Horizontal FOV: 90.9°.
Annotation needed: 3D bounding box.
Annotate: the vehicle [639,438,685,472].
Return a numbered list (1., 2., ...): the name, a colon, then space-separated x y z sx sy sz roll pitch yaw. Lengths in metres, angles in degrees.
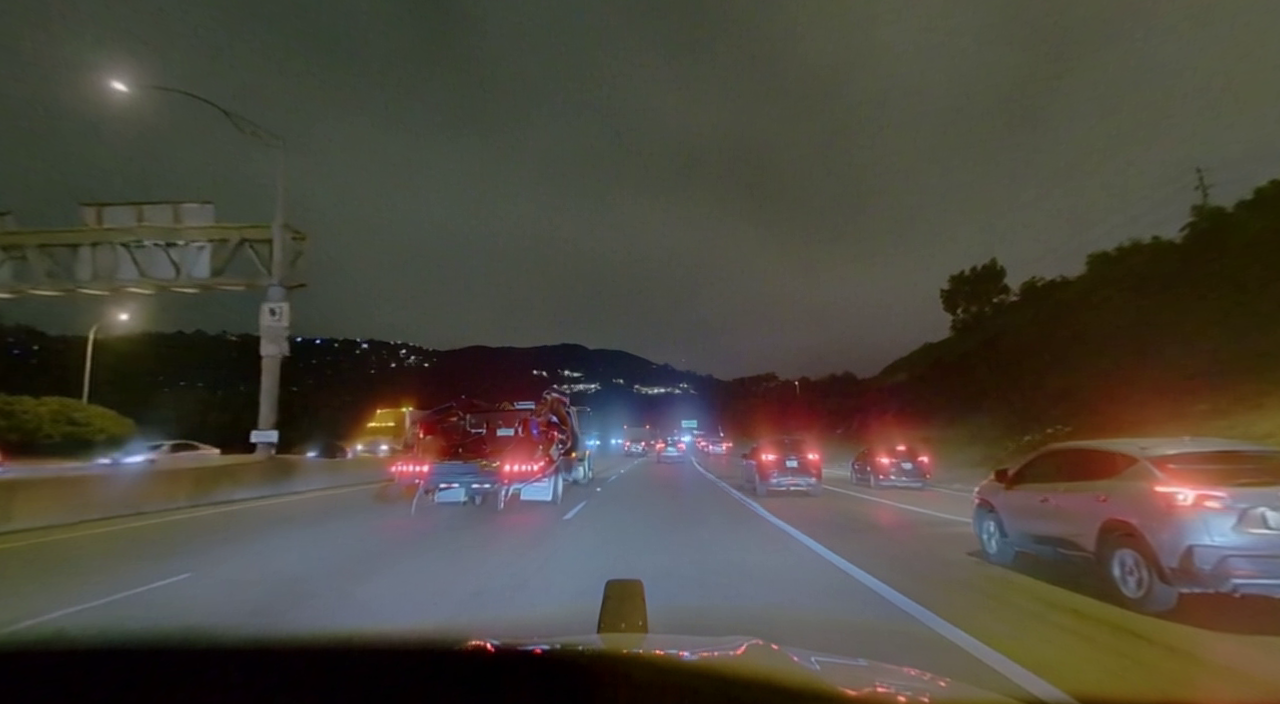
1. vehicle: 1.043 4.909 30.204 2.079 1.499 3.915 0 -8 2

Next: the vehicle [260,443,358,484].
1. vehicle: -12.984 4.363 25.003 1.824 1.475 3.671 0 -8 2

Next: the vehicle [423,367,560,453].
1. vehicle: -3.181 1.471 14.655 1.893 1.674 4.766 0 -8 2

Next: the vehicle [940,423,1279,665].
1. vehicle: 4.894 1.461 5.748 2.040 1.481 4.260 0 -8 -3

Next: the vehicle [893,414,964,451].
1. vehicle: 20.678 5.868 45.440 2.433 2.488 4.939 1 -9 -4

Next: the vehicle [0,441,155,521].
1. vehicle: -13.006 2.621 13.178 1.937 1.489 4.688 0 -8 1

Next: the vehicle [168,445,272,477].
1. vehicle: -20.006 5.178 30.293 1.891 1.446 4.389 0 -8 2

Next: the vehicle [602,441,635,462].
1. vehicle: -1.520 7.257 46.098 2.016 1.450 4.310 -1 -8 3

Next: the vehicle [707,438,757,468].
1. vehicle: 5.158 5.715 35.878 2.075 1.614 4.682 0 -8 -1

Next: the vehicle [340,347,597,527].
1. vehicle: -3.166 2.127 15.557 3.162 2.955 10.282 0 -8 2
